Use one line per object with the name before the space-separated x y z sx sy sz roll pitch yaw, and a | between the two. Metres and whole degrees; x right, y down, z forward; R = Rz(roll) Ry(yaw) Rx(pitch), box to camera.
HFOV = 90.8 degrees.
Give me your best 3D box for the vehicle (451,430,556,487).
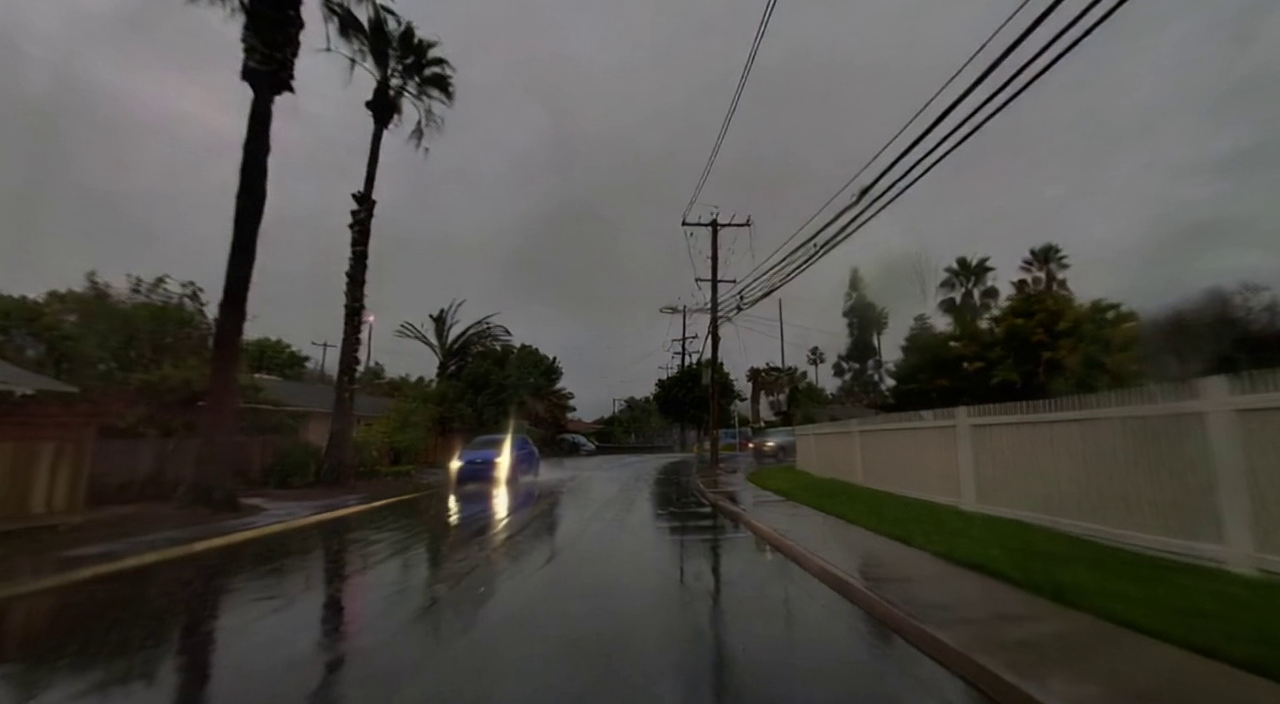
vehicle | -4.567 3.652 21.923 2.208 1.758 4.529 -1 -8 6
